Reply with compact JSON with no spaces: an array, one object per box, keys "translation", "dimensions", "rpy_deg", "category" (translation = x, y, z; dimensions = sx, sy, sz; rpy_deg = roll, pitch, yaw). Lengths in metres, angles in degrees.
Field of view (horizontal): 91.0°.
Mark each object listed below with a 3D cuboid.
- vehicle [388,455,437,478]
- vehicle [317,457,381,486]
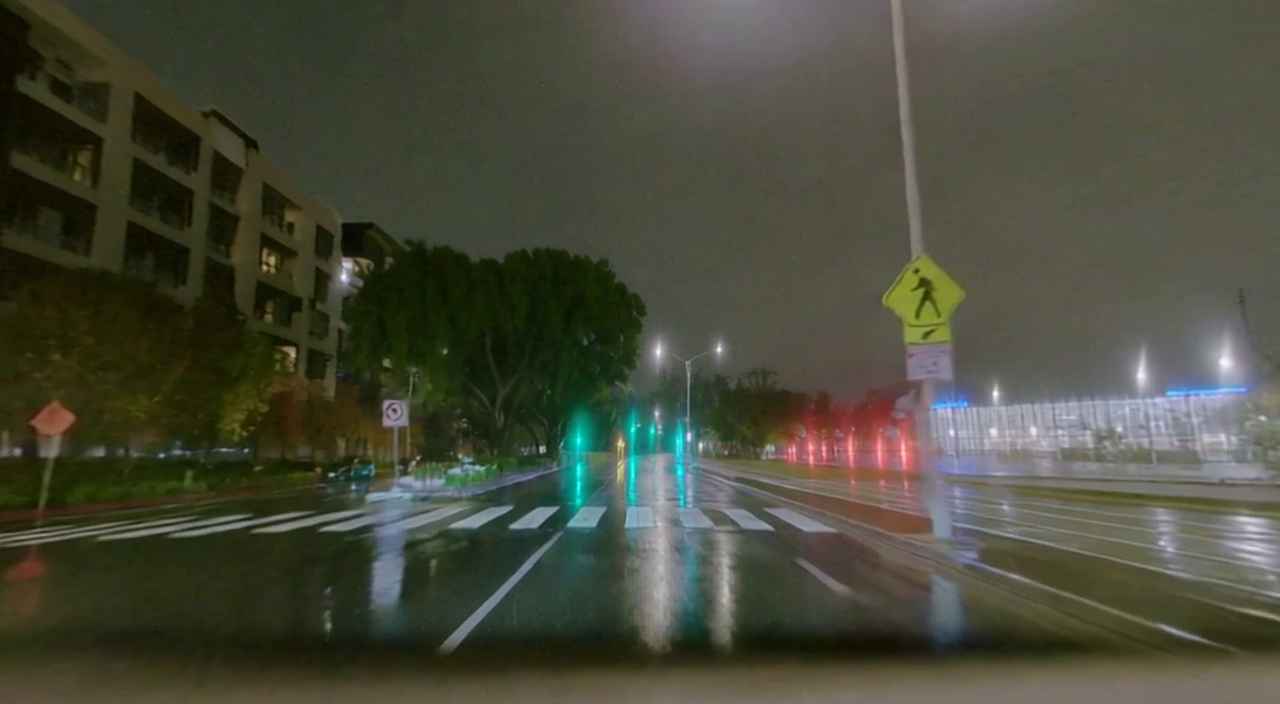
[{"translation":[-16.887,8.485,46.919],"dimensions":[1.912,1.523,4.433],"rpy_deg":[-3,-10,1],"category":"vehicle"},{"translation":[-16.768,6.889,36.554],"dimensions":[1.810,1.478,4.233],"rpy_deg":[-3,-10,-2],"category":"vehicle"}]
